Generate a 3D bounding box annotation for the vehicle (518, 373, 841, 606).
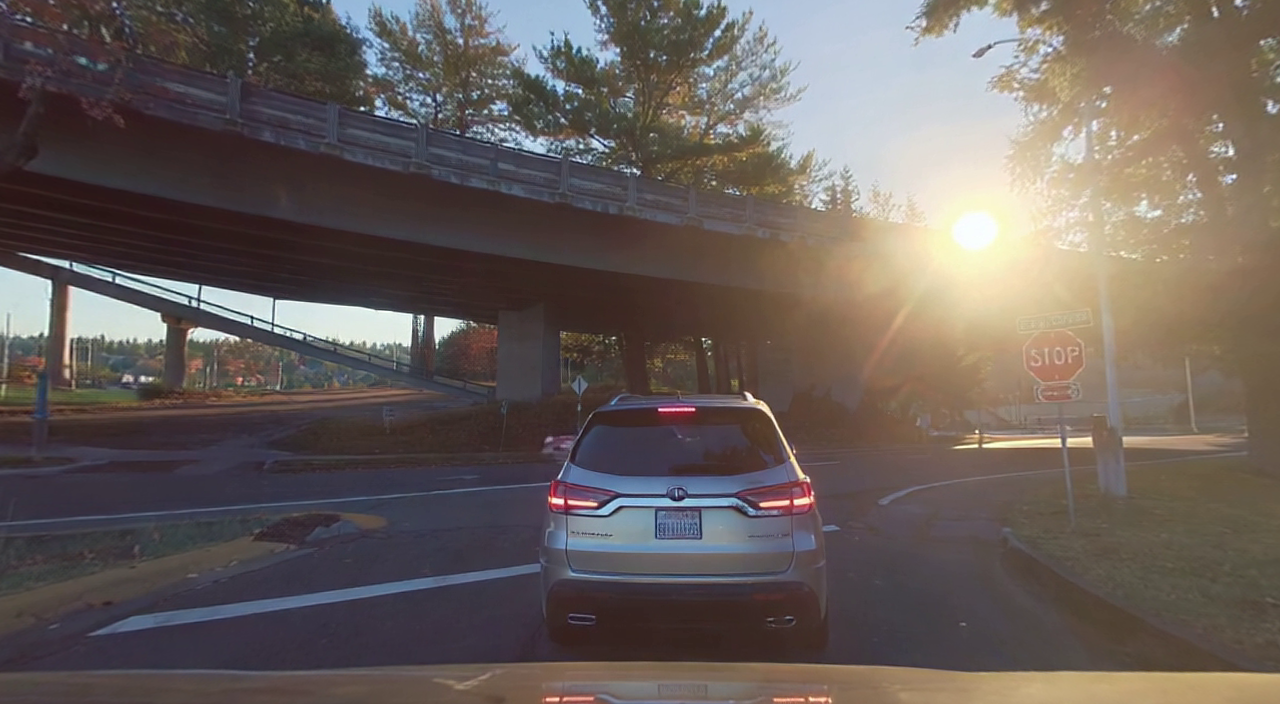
[{"bbox_3d":[0.313,1.391,7.136,2.494,1.804,4.336,0,-9,0],"label":"vehicle"}]
